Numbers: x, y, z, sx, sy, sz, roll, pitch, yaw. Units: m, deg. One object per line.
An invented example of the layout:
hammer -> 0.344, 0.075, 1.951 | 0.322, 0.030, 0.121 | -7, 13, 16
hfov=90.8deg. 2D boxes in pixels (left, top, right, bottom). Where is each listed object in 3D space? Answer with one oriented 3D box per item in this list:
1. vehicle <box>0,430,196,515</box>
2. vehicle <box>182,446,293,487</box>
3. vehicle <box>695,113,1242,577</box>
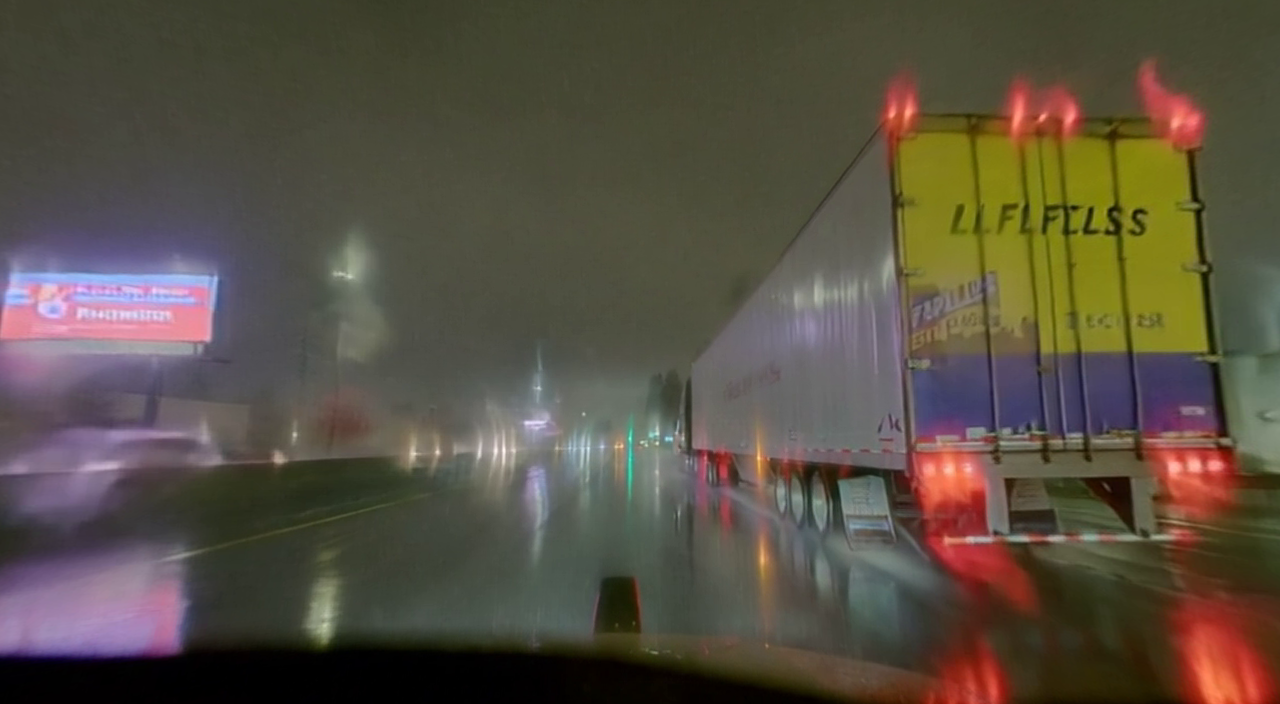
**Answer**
vehicle -> -10.431, 2.222, 12.008 | 1.545, 1.371, 3.313 | 0, -9, 0
vehicle -> -14.928, 4.233, 23.695 | 1.759, 1.389, 3.638 | 0, -9, 0
vehicle -> 3.691, 1.097, 14.391 | 2.891, 4.387, 17.121 | 0, -9, -2
